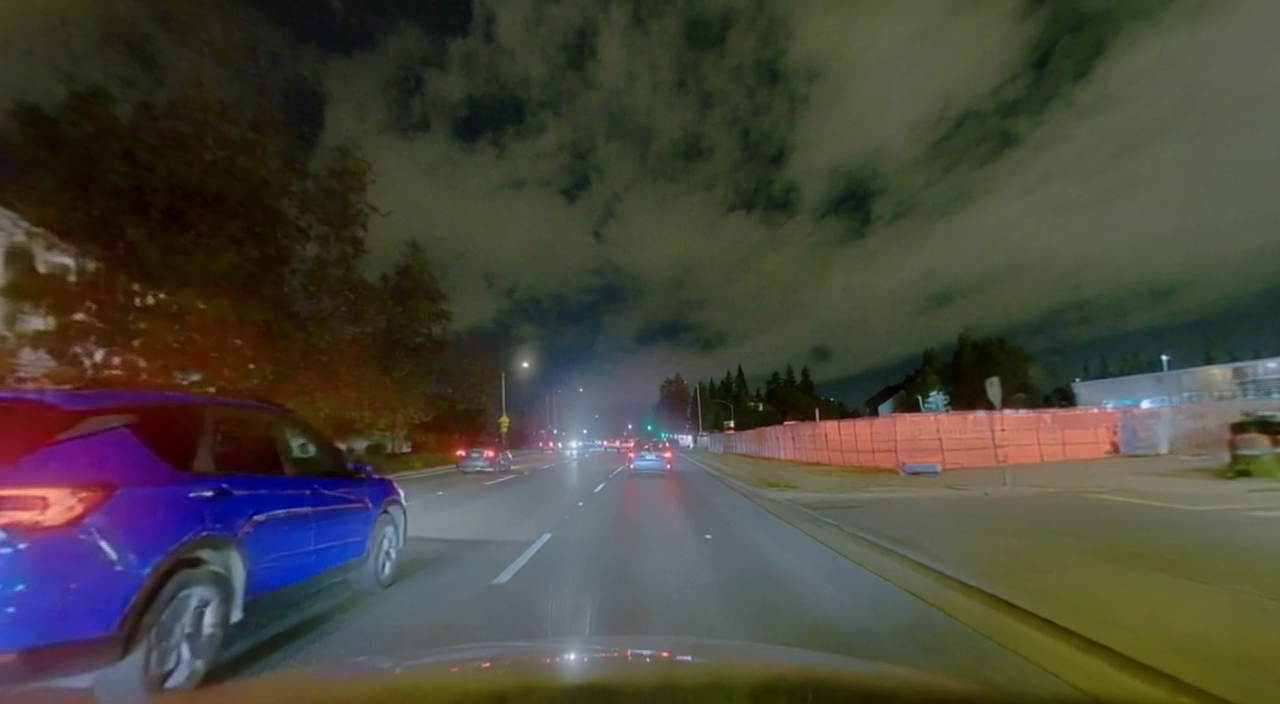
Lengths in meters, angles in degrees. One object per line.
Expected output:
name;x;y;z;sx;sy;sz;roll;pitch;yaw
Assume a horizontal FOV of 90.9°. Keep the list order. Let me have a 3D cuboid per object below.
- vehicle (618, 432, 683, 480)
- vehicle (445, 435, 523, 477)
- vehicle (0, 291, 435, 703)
vehicle;0.376;3.918;23.985;2.227;1.654;4.091;0;-8;0
vehicle;-6.060;4.095;25.033;1.877;1.479;4.430;0;-8;2
vehicle;-3.422;1.007;4.459;2.157;1.824;4.986;0;-8;1
